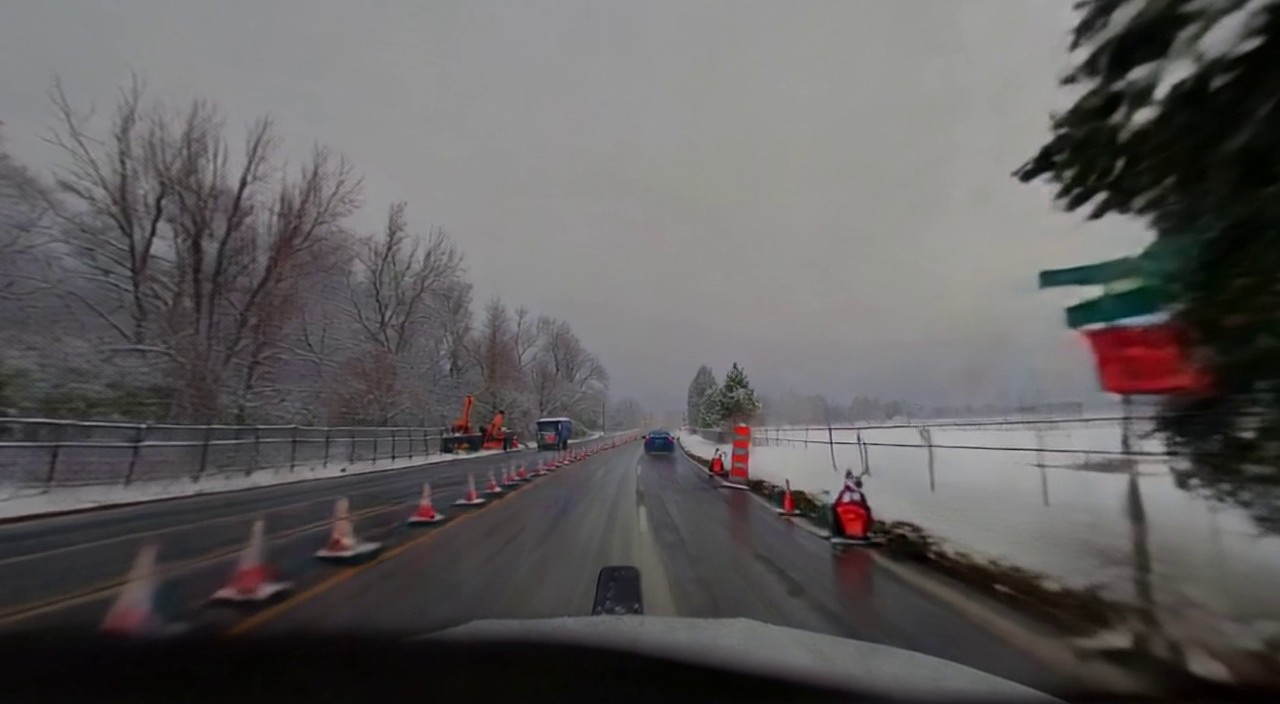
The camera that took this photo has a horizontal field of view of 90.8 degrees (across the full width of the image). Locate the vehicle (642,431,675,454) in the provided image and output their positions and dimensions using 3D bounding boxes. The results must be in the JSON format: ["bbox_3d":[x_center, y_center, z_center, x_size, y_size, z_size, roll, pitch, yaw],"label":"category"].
[{"bbox_3d":[1.272,6.298,43.777,2.172,1.486,3.581,0,-9,2],"label":"vehicle"}]

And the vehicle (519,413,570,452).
[{"bbox_3d":[-6.802,5.821,45.283,3.064,2.710,2.385,-1,-9,4],"label":"vehicle"}]
